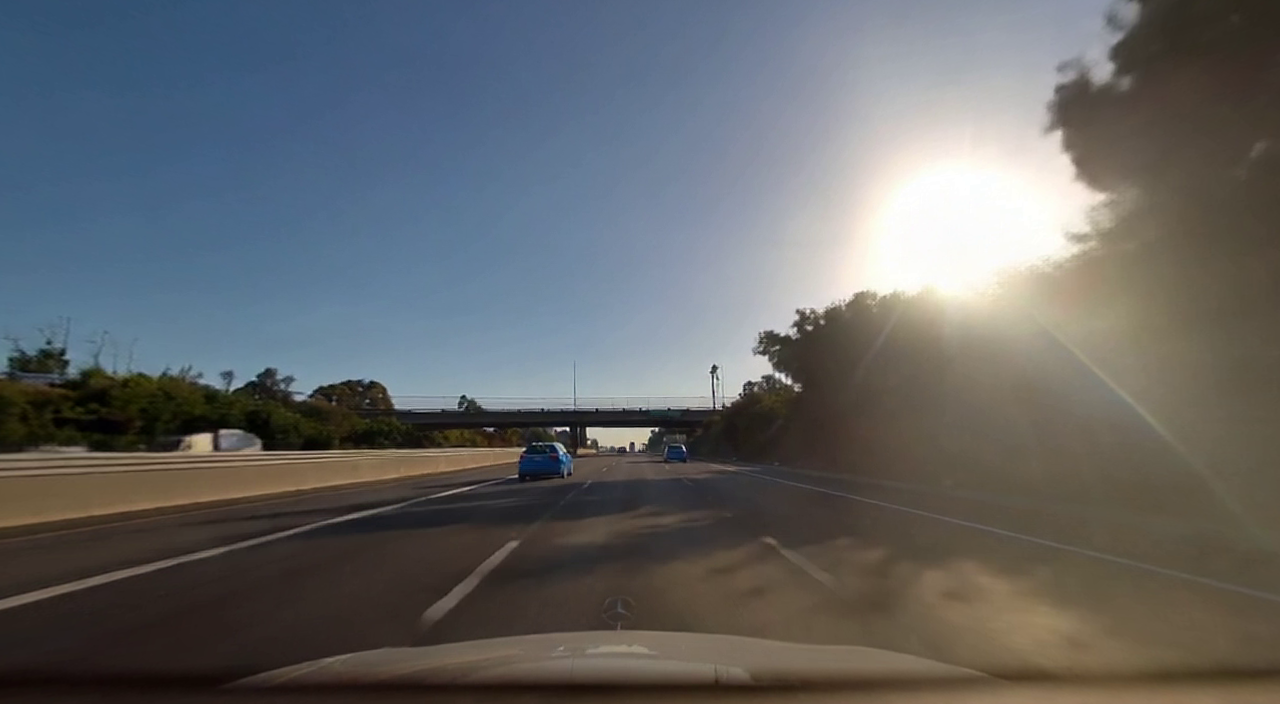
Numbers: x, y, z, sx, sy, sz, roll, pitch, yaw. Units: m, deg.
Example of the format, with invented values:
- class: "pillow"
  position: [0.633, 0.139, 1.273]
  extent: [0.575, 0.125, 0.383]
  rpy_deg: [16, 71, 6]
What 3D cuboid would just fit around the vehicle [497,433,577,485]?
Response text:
- class: "vehicle"
  position: [-3.841, 4.116, 24.501]
  extent: [2.205, 1.773, 5.124]
  rpy_deg: [0, -9, 0]
